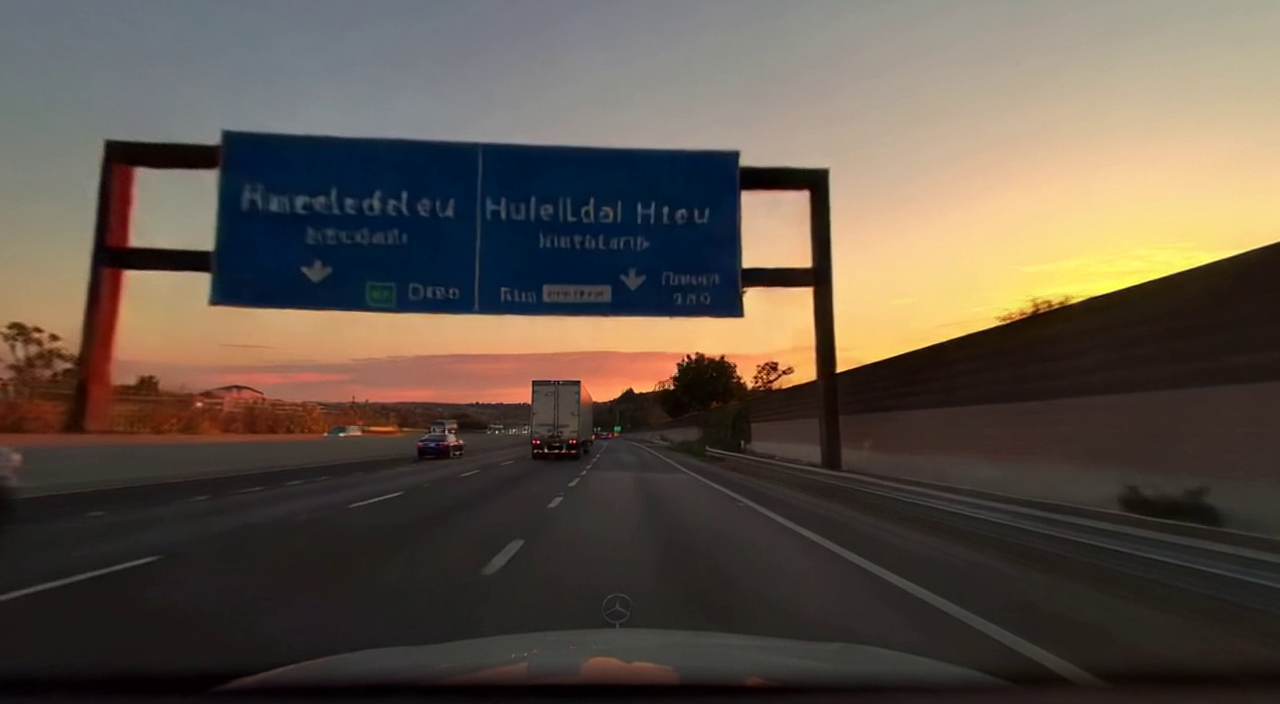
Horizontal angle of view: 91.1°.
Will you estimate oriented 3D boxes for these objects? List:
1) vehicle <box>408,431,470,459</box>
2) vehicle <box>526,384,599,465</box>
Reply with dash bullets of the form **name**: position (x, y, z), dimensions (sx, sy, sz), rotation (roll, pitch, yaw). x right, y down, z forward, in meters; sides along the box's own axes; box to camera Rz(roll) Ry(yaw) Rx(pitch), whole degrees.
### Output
- **vehicle**: position (-11.783, 5.491, 37.190), dimensions (2.138, 1.531, 4.864), rotation (0, -8, -1)
- **vehicle**: position (-4.213, 4.431, 37.186), dimensions (3.002, 3.987, 12.477), rotation (0, -8, -1)
